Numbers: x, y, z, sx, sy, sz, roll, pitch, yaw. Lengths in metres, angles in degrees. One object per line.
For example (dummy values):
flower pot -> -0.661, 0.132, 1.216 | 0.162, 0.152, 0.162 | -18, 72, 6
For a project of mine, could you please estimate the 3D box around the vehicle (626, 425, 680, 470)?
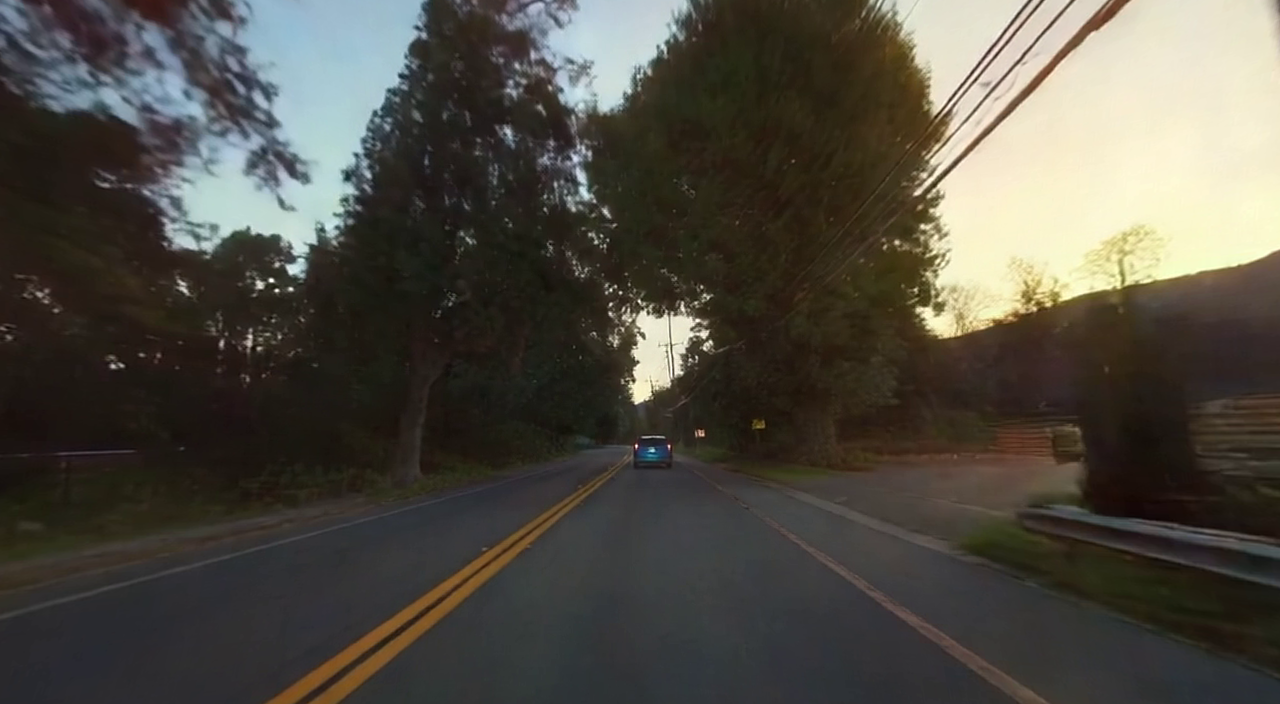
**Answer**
vehicle -> 0.611, 4.683, 30.958 | 2.468, 2.056, 4.422 | 0, -8, 1
